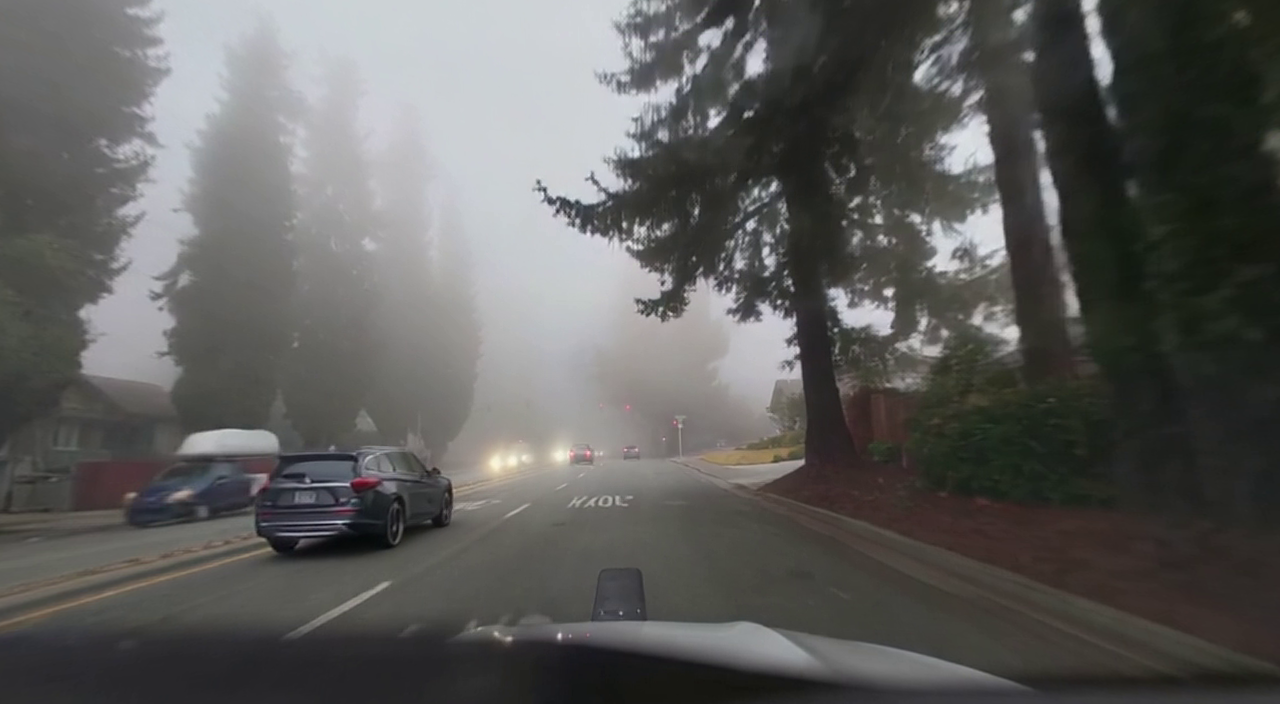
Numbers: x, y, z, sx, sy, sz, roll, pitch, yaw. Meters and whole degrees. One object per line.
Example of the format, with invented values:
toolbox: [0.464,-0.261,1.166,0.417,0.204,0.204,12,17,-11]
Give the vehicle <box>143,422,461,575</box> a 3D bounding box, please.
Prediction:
vehicle: [-4.486,2.005,9.516,2.169,1.706,4.638,0,-9,1]

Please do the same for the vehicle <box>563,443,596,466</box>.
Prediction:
vehicle: [-4.642,7.964,49.228,2.065,1.714,4.272,0,-9,1]
